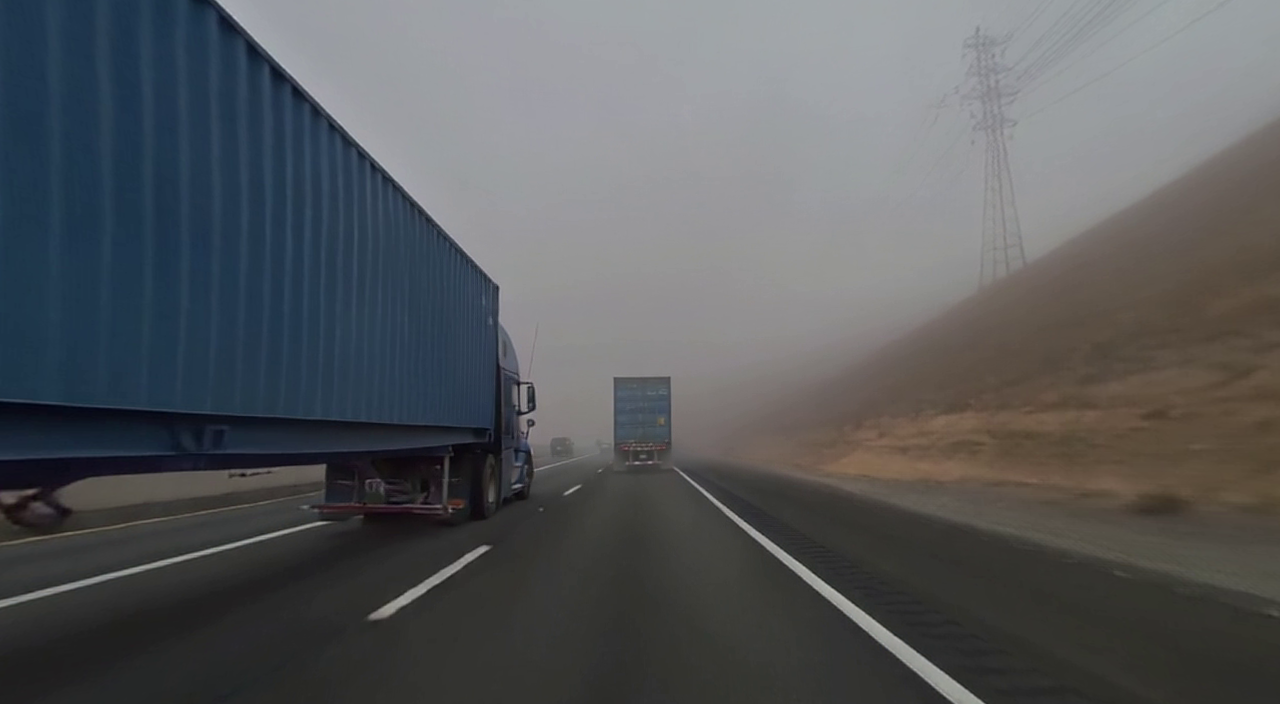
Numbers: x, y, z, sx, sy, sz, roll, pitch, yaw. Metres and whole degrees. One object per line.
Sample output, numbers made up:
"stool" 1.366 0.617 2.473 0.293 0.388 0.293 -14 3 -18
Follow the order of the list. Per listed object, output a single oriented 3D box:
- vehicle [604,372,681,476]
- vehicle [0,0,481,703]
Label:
"vehicle" 0.009 3.664 30.653 3.006 4.120 11.586 0 -8 -1
"vehicle" -4.135 -0.310 2.760 3.065 4.105 13.706 0 -8 1
